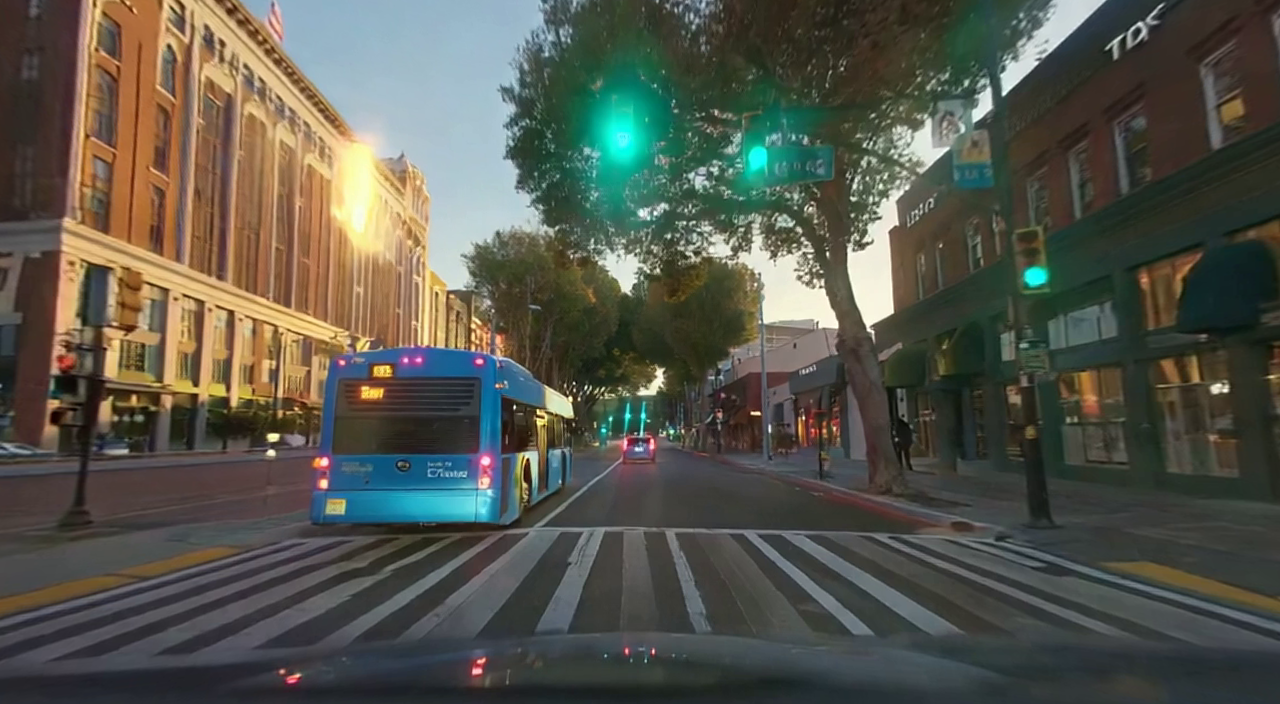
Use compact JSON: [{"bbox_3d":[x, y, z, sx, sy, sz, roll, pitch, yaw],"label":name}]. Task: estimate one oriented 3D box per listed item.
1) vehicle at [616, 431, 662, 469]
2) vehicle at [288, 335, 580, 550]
[{"bbox_3d":[-0.034,4.781,30.954,2.120,1.727,3.917,0,-8,0],"label":"vehicle"},{"bbox_3d":[-3.175,1.821,12.837,2.920,2.884,8.588,0,-8,1],"label":"vehicle"}]
